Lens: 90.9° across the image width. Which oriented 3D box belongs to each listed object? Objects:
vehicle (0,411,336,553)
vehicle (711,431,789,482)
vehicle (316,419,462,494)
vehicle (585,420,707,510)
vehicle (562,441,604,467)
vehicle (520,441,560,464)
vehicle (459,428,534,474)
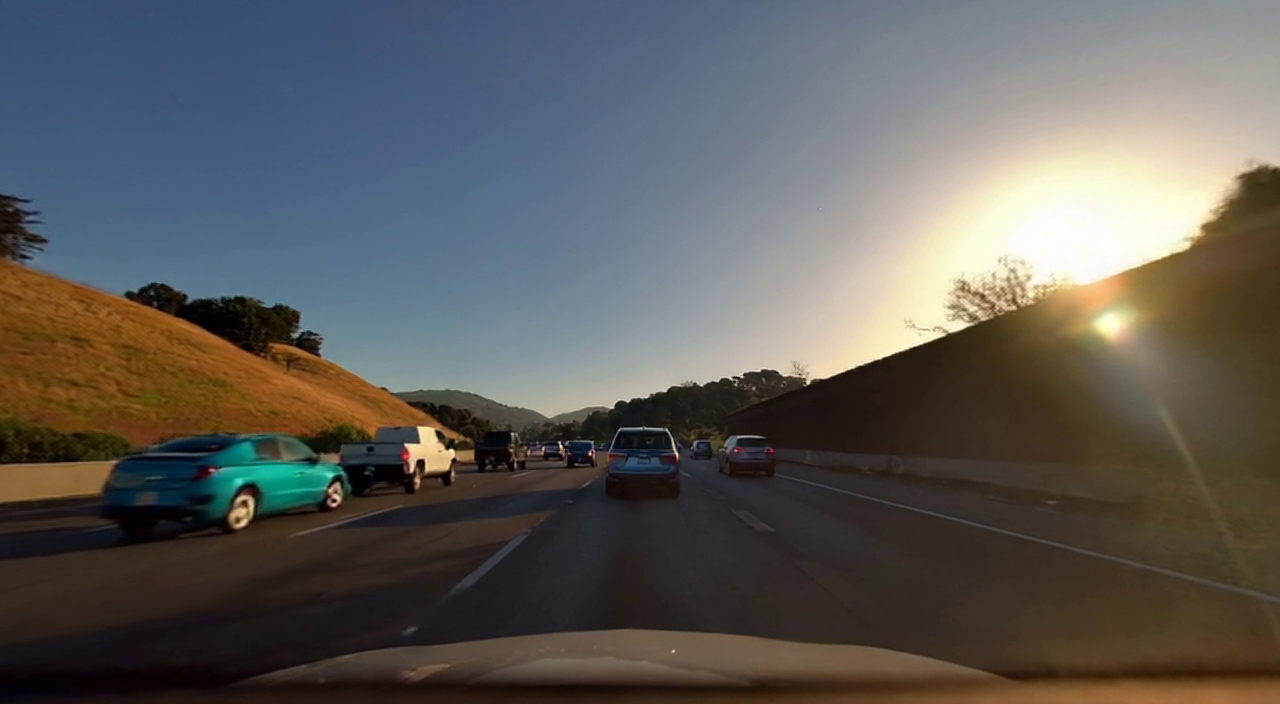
[{"bbox_3d":[-6.937,1.918,9.934,2.024,1.706,4.462,0,-9,1],"label":"vehicle"},{"bbox_3d":[4.096,3.994,24.273,2.092,1.723,4.629,0,-9,-1],"label":"vehicle"},{"bbox_3d":[-7.276,3.128,19.044,2.230,1.928,5.112,0,-9,1],"label":"vehicle"},{"bbox_3d":[0.134,2.611,14.907,2.447,1.804,4.273,0,-9,0],"label":"vehicle"},{"bbox_3d":[-3.366,6.128,37.919,2.108,1.442,4.143,0,-9,1],"label":"vehicle"},{"bbox_3d":[-6.830,6.946,43.610,1.957,1.467,4.640,0,-9,1],"label":"vehicle"},{"bbox_3d":[-6.687,4.712,30.056,2.294,1.982,5.040,0,-9,1],"label":"vehicle"}]
